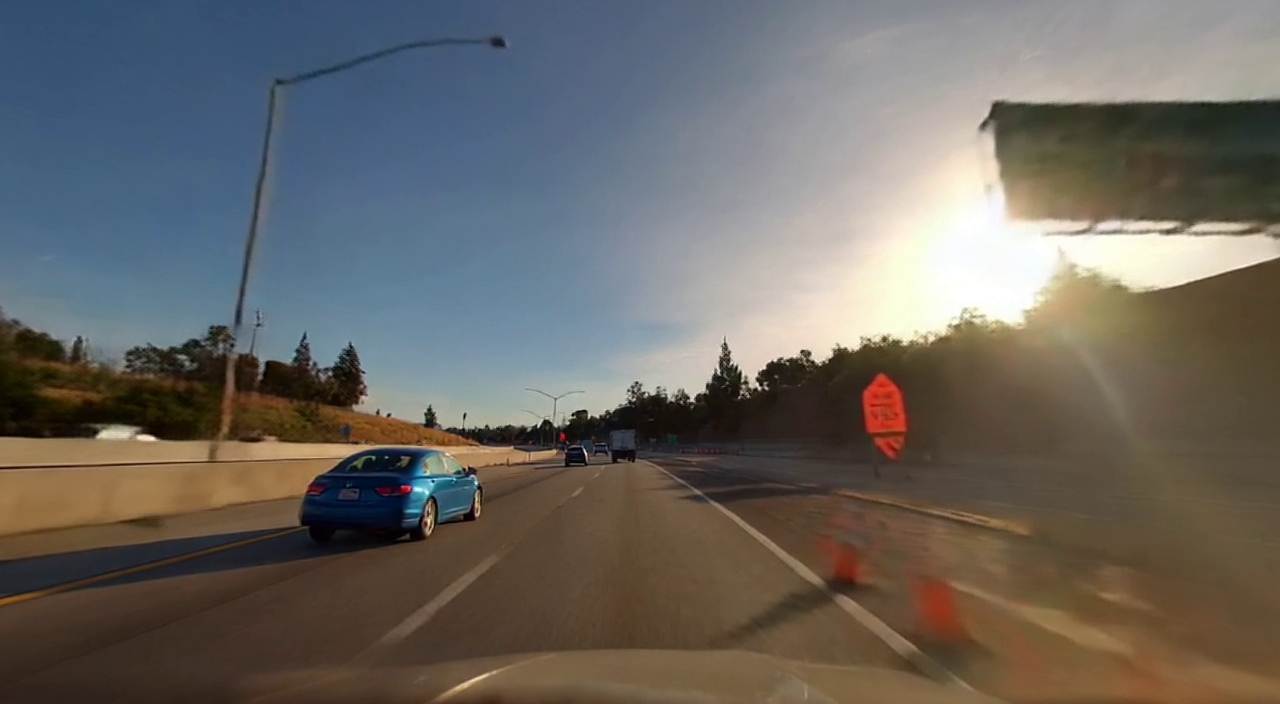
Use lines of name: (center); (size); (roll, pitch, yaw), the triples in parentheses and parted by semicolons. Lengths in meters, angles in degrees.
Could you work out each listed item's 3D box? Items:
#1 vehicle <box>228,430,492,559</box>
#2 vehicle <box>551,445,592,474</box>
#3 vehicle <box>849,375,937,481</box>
vehicle: (-3.905, 2.070, 9.924); (2.012, 1.510, 4.672); (0, -9, 0)
vehicle: (-3.749, 5.937, 34.907); (1.965, 1.459, 4.145); (1, -9, -2)
vehicle: (10.457, 3.190, 26.302); (2.203, 4.166, 2.914); (0, -9, -1)
